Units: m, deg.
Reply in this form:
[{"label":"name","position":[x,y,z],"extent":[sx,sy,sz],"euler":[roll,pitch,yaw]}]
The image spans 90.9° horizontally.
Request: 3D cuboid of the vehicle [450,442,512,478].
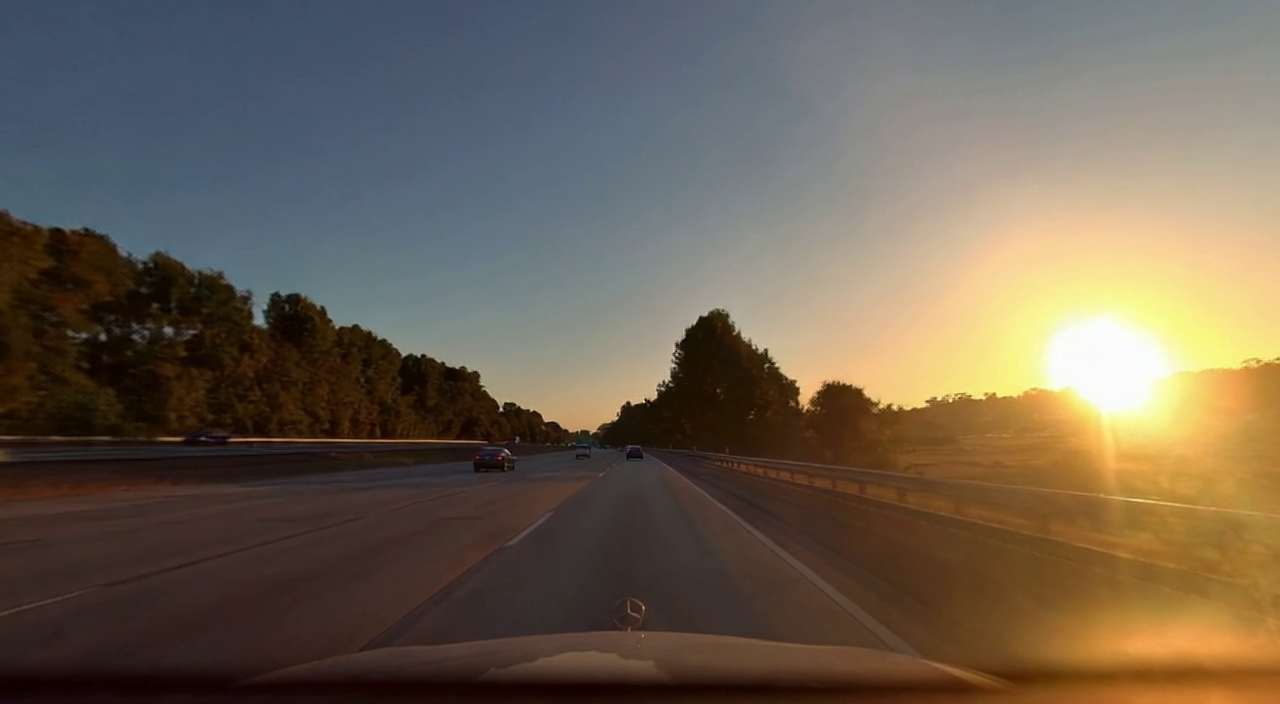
[{"label":"vehicle","position":[-7.627,5.198,30.678],"extent":[1.972,1.603,3.891],"euler":[0,-8,1]}]
